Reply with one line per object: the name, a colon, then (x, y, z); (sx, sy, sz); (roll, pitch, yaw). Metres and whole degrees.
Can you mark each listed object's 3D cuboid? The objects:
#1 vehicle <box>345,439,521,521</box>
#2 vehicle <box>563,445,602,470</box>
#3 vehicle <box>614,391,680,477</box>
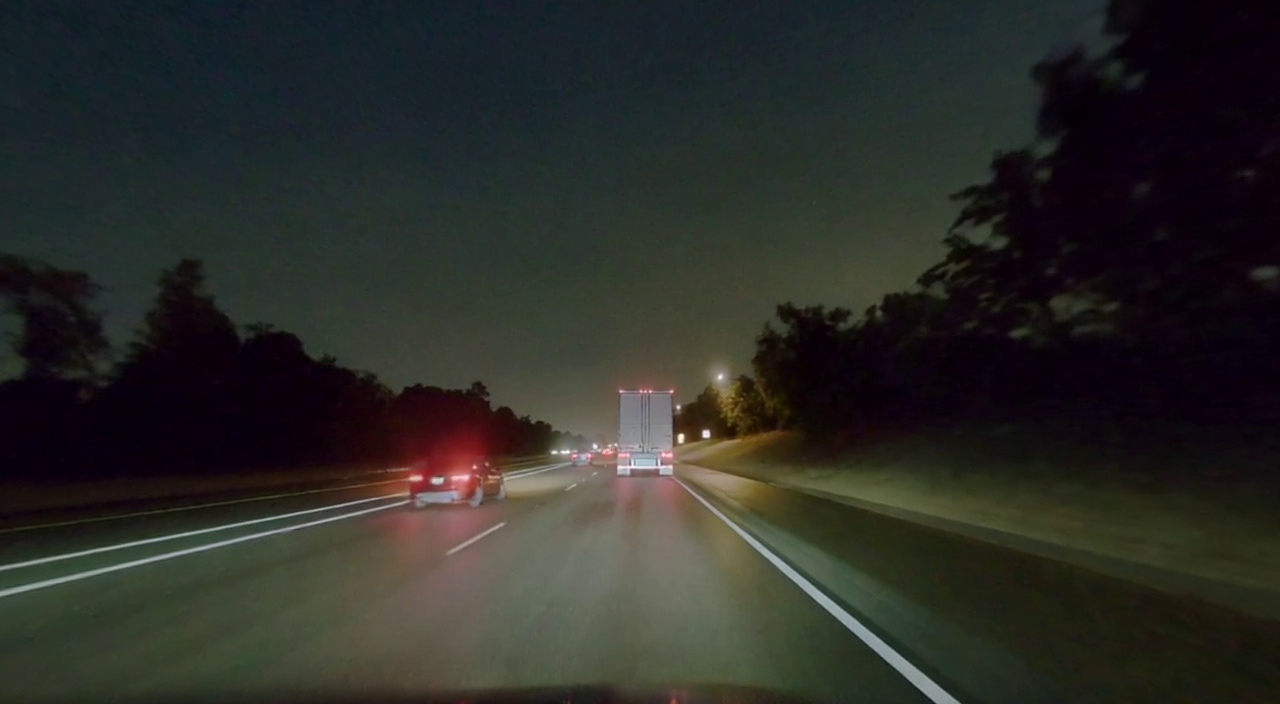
vehicle: (-4.232, 2.724, 13.946); (2.206, 1.478, 4.824); (-1, -9, 1)
vehicle: (-3.861, 7.193, 43.108); (2.074, 1.546, 4.946); (0, -9, 1)
vehicle: (0.240, 4.437, 33.054); (2.959, 3.828, 9.617); (0, -9, -1)
